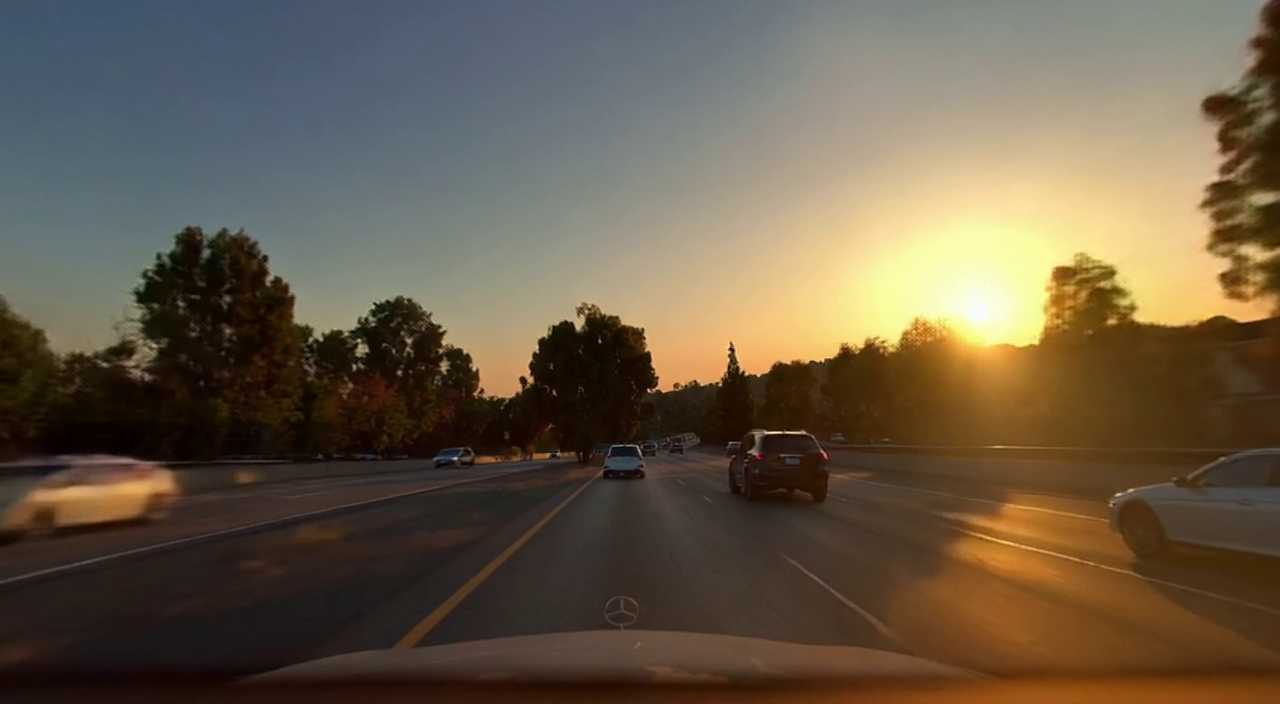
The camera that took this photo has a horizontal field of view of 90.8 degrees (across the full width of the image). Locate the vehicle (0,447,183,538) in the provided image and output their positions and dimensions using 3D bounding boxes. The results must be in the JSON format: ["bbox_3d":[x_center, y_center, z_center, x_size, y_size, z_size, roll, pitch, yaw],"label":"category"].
[{"bbox_3d":[-11.464,2.569,12.151,2.022,1.447,4.427,0,-8,0],"label":"vehicle"}]

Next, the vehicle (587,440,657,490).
[{"bbox_3d":[-0.540,3.585,20.448,2.040,1.451,3.736,0,-8,0],"label":"vehicle"}]

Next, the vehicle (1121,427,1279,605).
[{"bbox_3d":[6.556,1.259,4.550,2.434,1.467,4.726,0,-8,-1],"label":"vehicle"}]

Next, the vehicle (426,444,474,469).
[{"bbox_3d":[-14.542,8.025,48.678,2.178,1.793,4.921,0,-8,0],"label":"vehicle"}]

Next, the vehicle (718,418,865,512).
[{"bbox_3d":[3.288,2.576,14.848,2.186,1.842,4.553,0,-8,-2],"label":"vehicle"}]
